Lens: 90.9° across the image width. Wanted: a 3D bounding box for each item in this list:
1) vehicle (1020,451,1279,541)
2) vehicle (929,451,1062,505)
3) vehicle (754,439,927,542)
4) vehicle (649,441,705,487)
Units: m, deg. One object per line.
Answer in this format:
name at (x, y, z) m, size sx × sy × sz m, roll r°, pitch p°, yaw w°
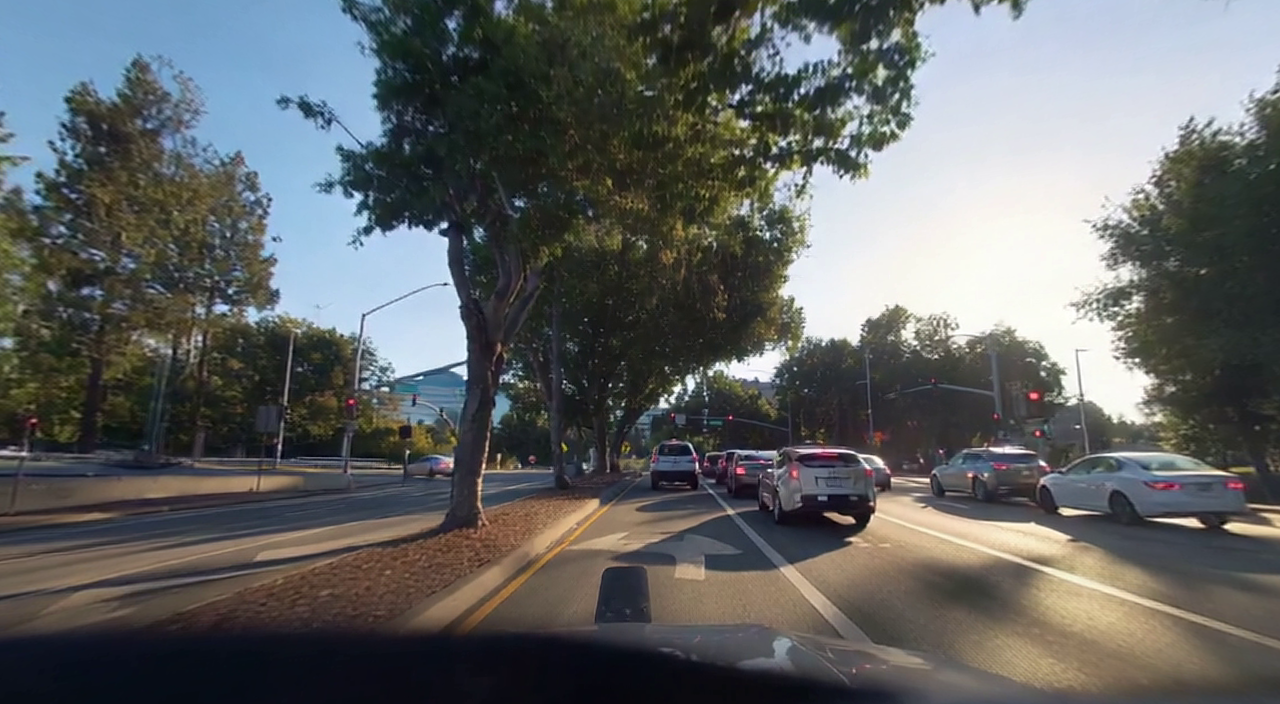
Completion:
vehicle at (9.799, 2.707, 12.525) m, size 1.884 × 1.422 × 4.262 m, roll 0°, pitch -9°, yaw 1°
vehicle at (11.158, 3.956, 20.188) m, size 1.842 × 1.466 × 4.379 m, roll -1°, pitch -8°, yaw 3°
vehicle at (3.476, 2.455, 11.869) m, size 2.078 × 1.578 × 4.107 m, roll 0°, pitch -9°, yaw 3°
vehicle at (1.520, 4.792, 27.396) m, size 2.245 × 1.800 × 4.522 m, roll 0°, pitch -8°, yaw 1°
